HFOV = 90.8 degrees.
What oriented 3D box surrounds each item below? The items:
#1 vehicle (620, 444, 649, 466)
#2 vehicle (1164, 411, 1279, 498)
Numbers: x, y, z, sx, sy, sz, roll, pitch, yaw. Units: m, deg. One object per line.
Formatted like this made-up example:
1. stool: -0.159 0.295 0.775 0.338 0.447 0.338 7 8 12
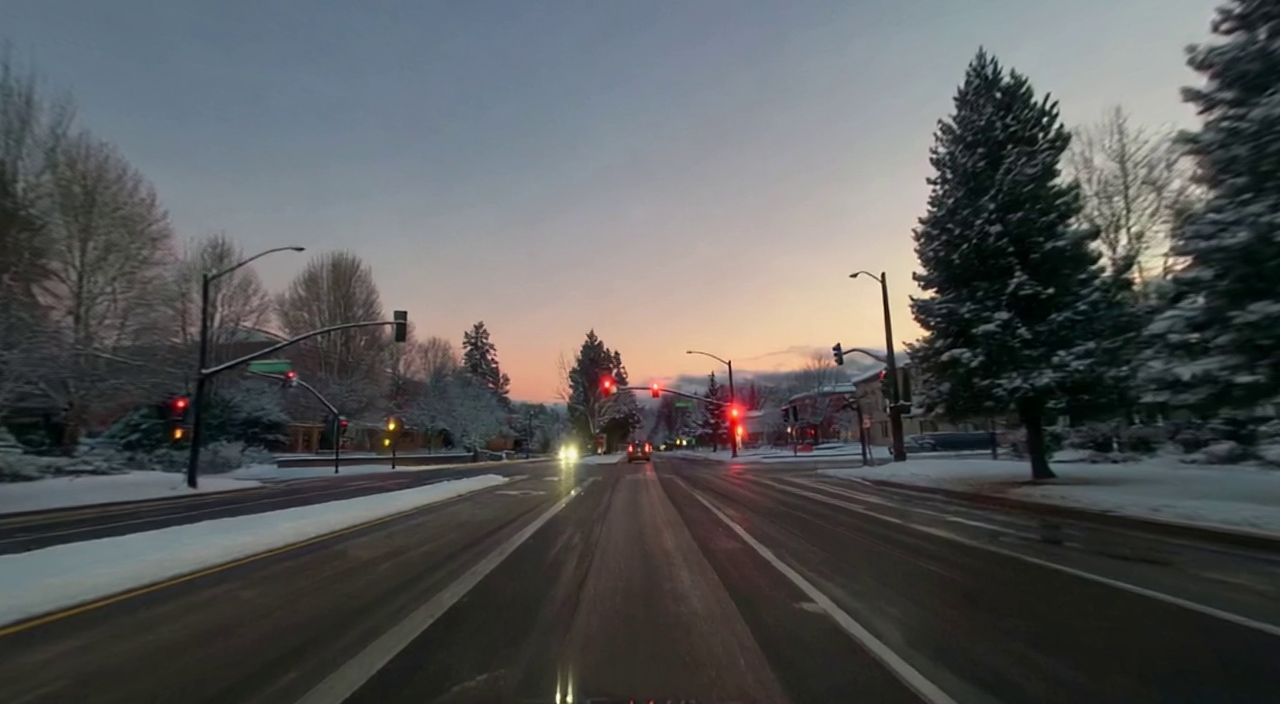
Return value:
1. vehicle: -0.422 7.575 46.526 2.045 1.510 3.690 0 -9 -1
2. vehicle: 13.817 1.980 12.292 5.008 1.603 2.082 -3 -9 17
